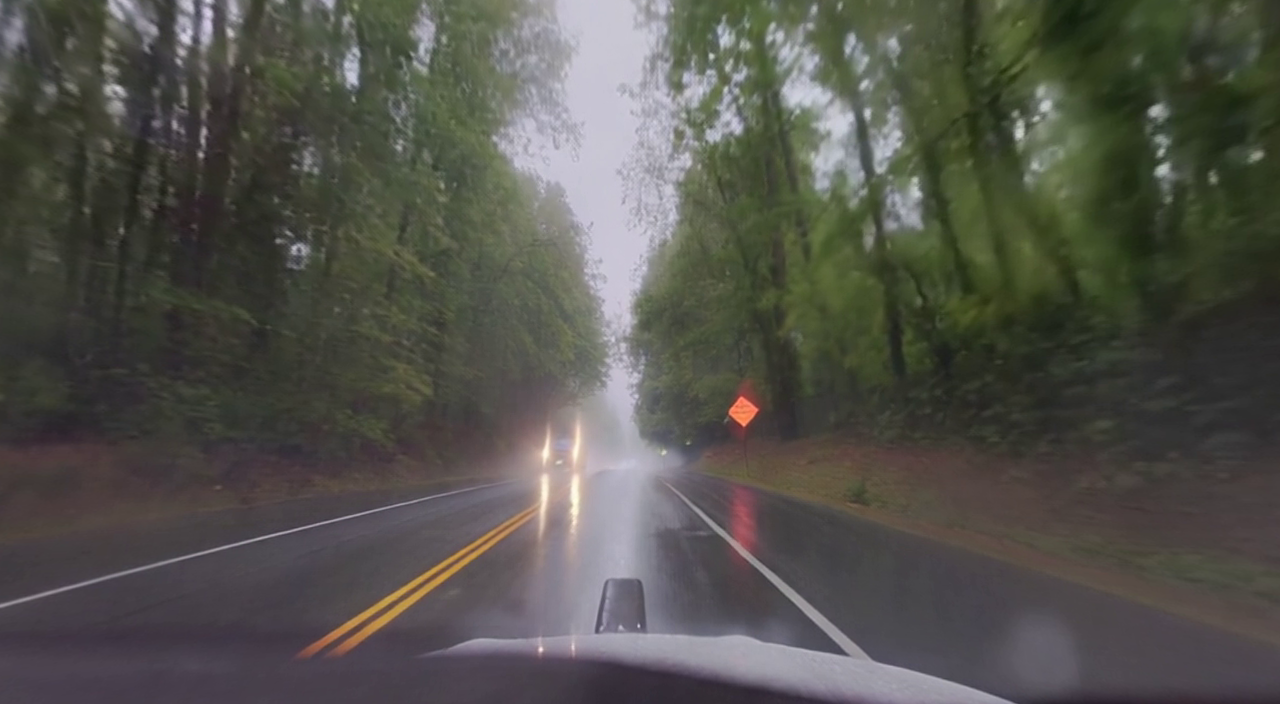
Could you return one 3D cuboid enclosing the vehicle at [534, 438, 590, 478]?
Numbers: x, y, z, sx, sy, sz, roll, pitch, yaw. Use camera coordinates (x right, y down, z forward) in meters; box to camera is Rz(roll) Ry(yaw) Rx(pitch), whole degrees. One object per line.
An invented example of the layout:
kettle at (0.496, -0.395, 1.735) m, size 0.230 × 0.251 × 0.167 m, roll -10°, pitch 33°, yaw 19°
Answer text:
vehicle at (-4.593, 6.376, 38.263) m, size 2.638 × 2.200 × 5.867 m, roll 0°, pitch -8°, yaw 0°
